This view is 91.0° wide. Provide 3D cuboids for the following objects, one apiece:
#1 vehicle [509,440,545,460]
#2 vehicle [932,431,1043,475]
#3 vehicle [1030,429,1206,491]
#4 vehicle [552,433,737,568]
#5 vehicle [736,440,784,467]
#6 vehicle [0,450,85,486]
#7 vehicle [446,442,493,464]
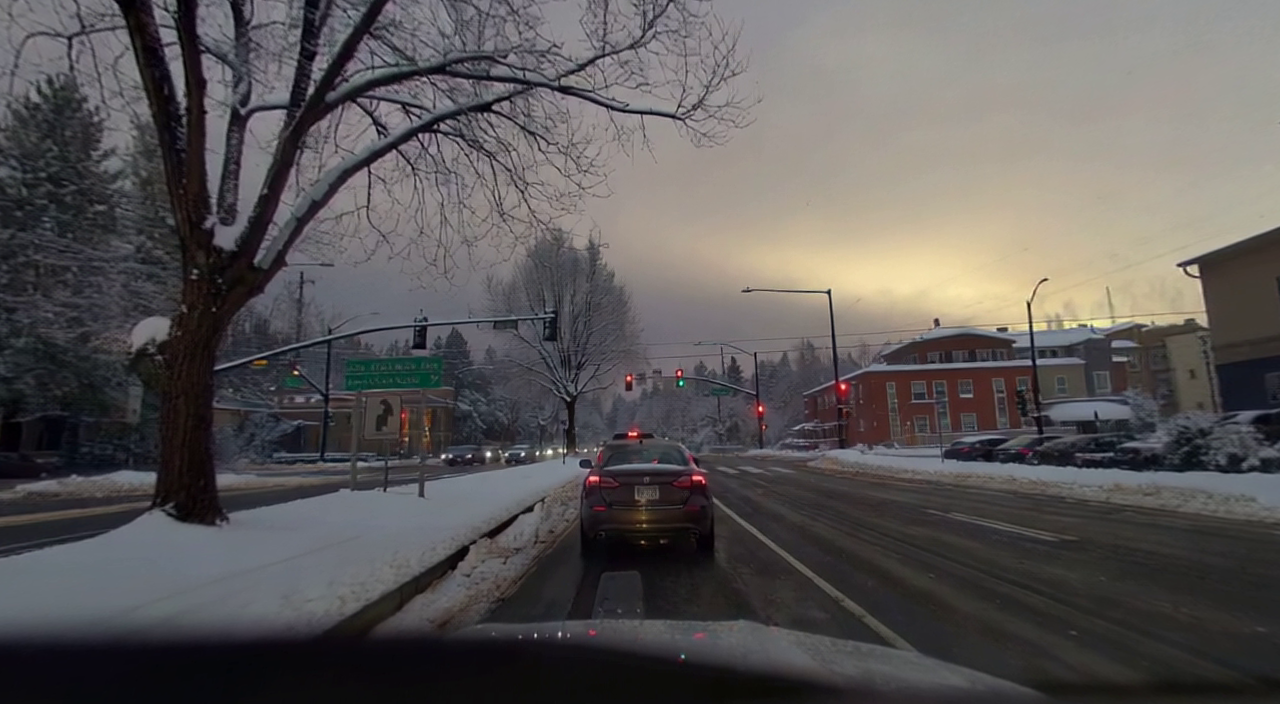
[{"bbox_3d":[-8.844,7.739,49.692,1.994,1.474,4.411,0,-9,1],"label":"vehicle"},{"bbox_3d":[13.079,3.830,24.023,1.887,1.504,3.898,0,-9,-2],"label":"vehicle"},{"bbox_3d":[13.071,2.980,17.591,1.859,1.525,3.948,0,-9,1],"label":"vehicle"},{"bbox_3d":[-0.057,1.932,8.998,2.010,1.447,4.121,0,-9,-3],"label":"vehicle"},{"bbox_3d":[7.005,5.951,37.068,1.932,1.439,4.159,0,-9,-1],"label":"vehicle"},{"bbox_3d":[-27.384,5.083,27.762,1.773,1.438,4.268,0,-9,2],"label":"vehicle"},{"bbox_3d":[-12.244,7.266,45.584,2.125,1.495,4.308,0,-9,1],"label":"vehicle"}]
